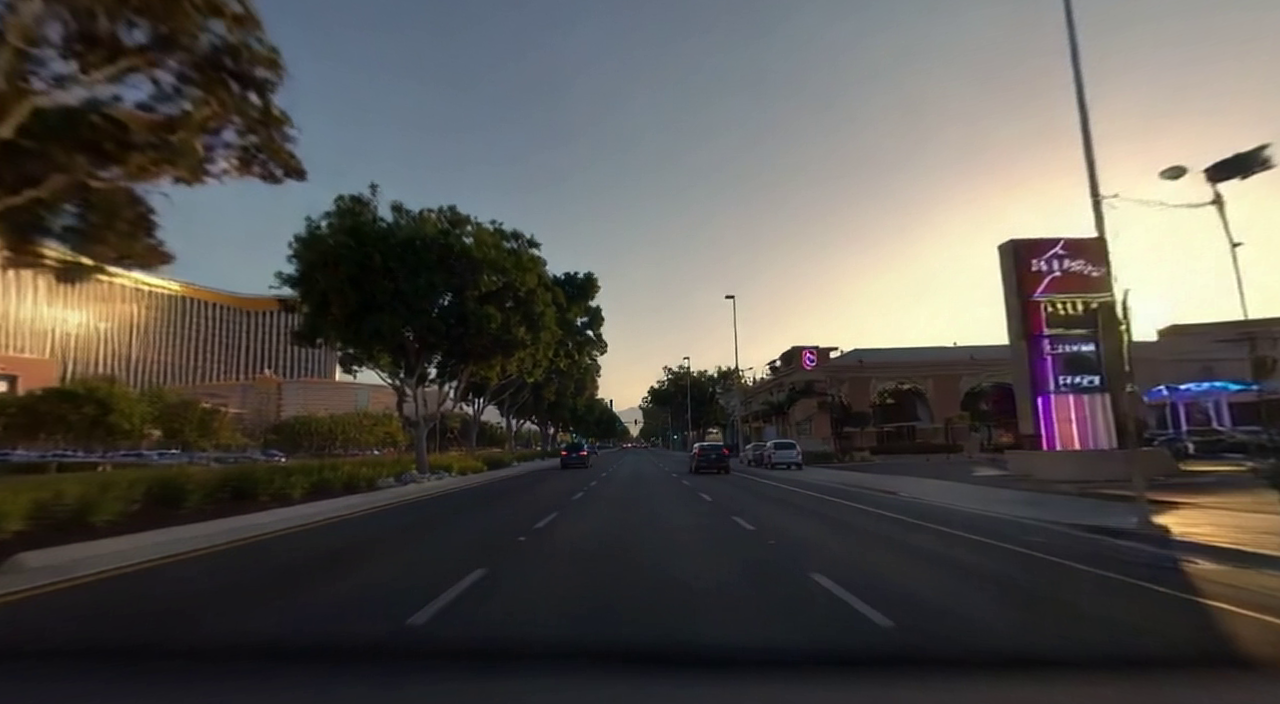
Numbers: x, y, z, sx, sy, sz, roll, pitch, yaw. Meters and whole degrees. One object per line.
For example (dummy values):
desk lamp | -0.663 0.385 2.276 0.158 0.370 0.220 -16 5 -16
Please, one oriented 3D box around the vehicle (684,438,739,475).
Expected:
vehicle | 3.545 5.270 31.933 2.083 1.743 4.354 0 -8 -3

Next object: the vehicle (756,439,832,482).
vehicle | 6.766 4.794 28.234 2.182 1.744 4.600 0 -8 -1

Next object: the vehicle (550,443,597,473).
vehicle | -3.354 5.453 32.624 2.005 1.477 4.169 0 -8 0
